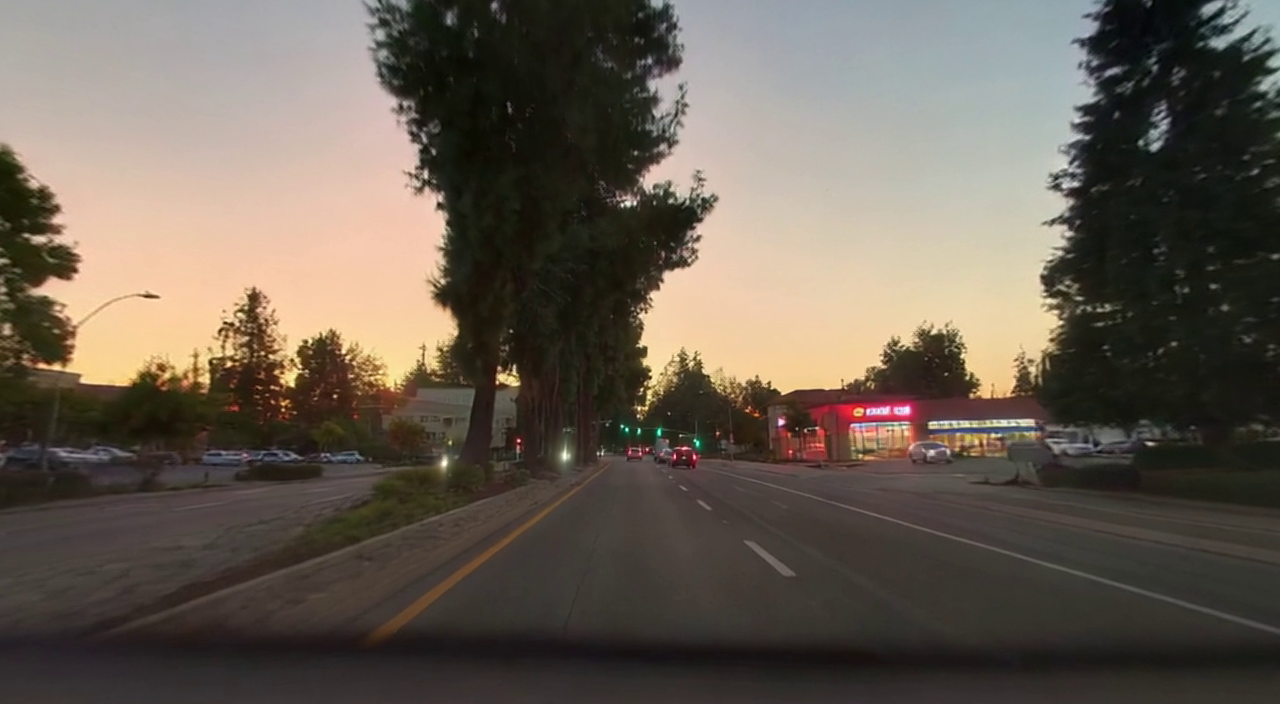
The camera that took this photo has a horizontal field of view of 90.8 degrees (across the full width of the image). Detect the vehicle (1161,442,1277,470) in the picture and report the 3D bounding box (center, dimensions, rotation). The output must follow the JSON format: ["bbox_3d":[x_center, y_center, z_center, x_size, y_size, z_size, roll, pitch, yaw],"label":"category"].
[{"bbox_3d":[34.872,6.204,38.175,1.853,1.552,4.707,4,-9,-30],"label":"vehicle"}]

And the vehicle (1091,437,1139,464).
[{"bbox_3d":[36.738,7.612,48.981,2.160,1.948,4.256,-3,-9,27],"label":"vehicle"}]

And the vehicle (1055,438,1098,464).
[{"bbox_3d":[34.155,7.692,49.524,2.181,1.901,4.222,-4,-9,28],"label":"vehicle"}]

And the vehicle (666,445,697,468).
[{"bbox_3d":[3.156,8.078,49.066,2.041,1.531,4.236,1,-8,-1],"label":"vehicle"}]

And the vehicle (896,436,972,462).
[{"bbox_3d":[20.619,6.822,44.420,4.210,1.727,2.227,1,-8,-8],"label":"vehicle"}]
